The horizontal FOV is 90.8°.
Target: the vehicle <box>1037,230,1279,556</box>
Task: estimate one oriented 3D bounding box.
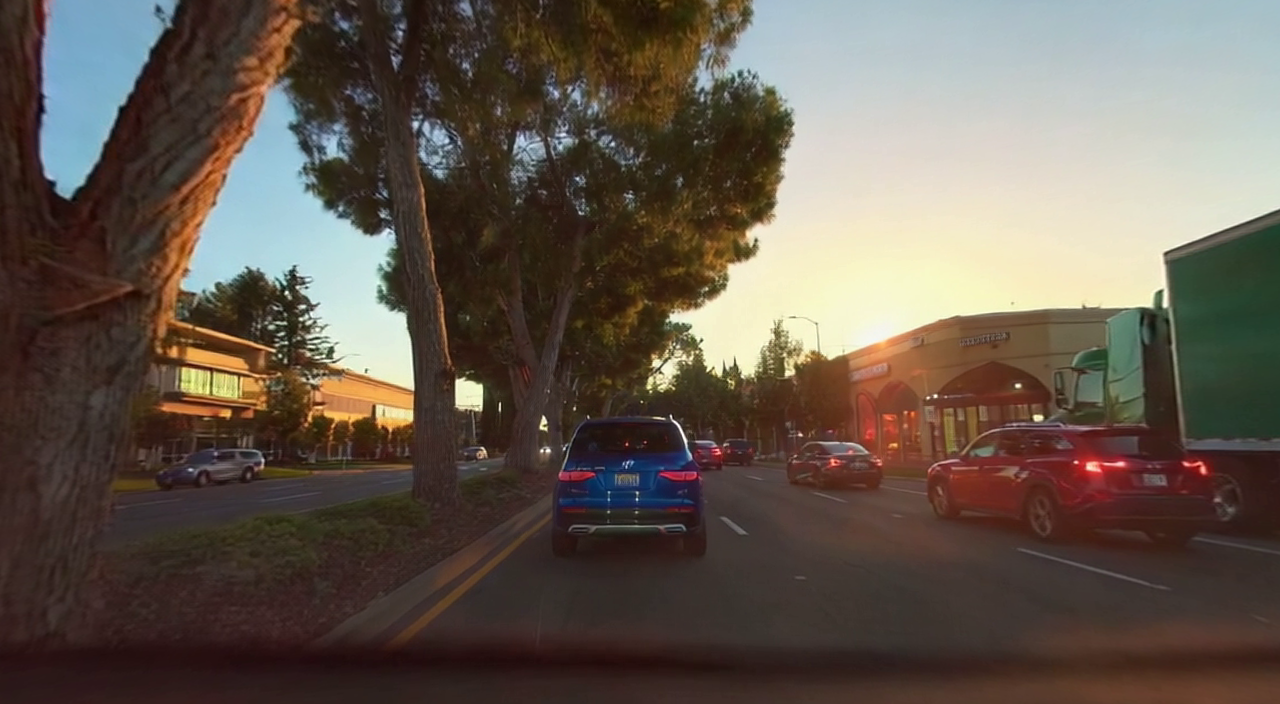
[{"bbox_3d":[9.968,-0.035,4.582,2.879,4.284,17.334,0,-9,0],"label":"vehicle"}]

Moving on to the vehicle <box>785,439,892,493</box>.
[{"bbox_3d":[6.273,3.640,20.585,2.035,1.553,4.465,0,-9,0],"label":"vehicle"}]

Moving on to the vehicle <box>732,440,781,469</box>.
[{"bbox_3d":[6.479,5.741,35.649,1.914,1.523,4.287,0,-9,-1],"label":"vehicle"}]

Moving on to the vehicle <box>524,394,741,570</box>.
[{"bbox_3d":[-0.115,1.706,8.952,2.320,1.880,4.192,0,-9,-1],"label":"vehicle"}]

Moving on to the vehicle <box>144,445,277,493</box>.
[{"bbox_3d":[-19.248,5.223,28.712,2.302,1.939,5.221,0,-9,1],"label":"vehicle"}]
